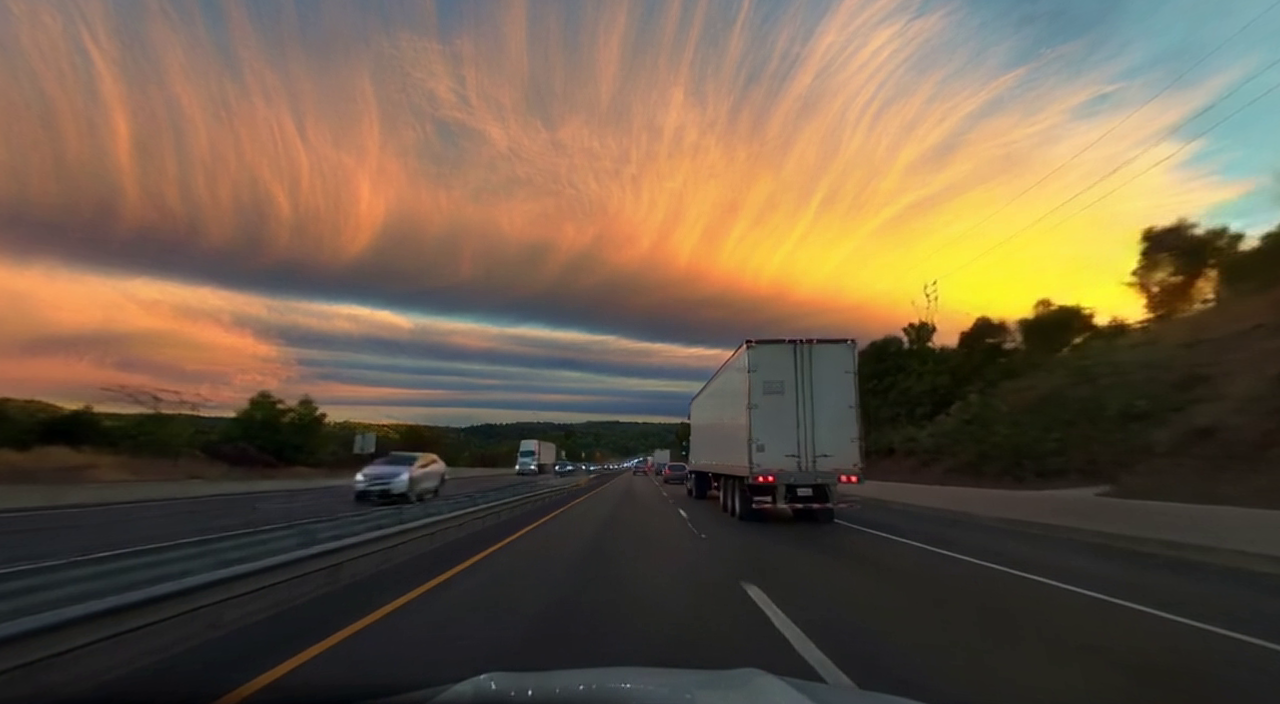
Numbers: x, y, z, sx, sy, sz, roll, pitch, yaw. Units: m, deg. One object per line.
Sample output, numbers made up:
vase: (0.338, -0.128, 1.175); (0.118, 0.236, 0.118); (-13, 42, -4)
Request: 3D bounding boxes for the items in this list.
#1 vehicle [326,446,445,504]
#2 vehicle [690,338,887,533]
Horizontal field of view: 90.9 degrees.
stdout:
vehicle: (-9.395, 4.615, 23.850); (2.377, 1.908, 4.959); (1, -10, 0)
vehicle: (3.645, 2.984, 20.330); (2.863, 4.088, 14.040); (1, -10, 0)
